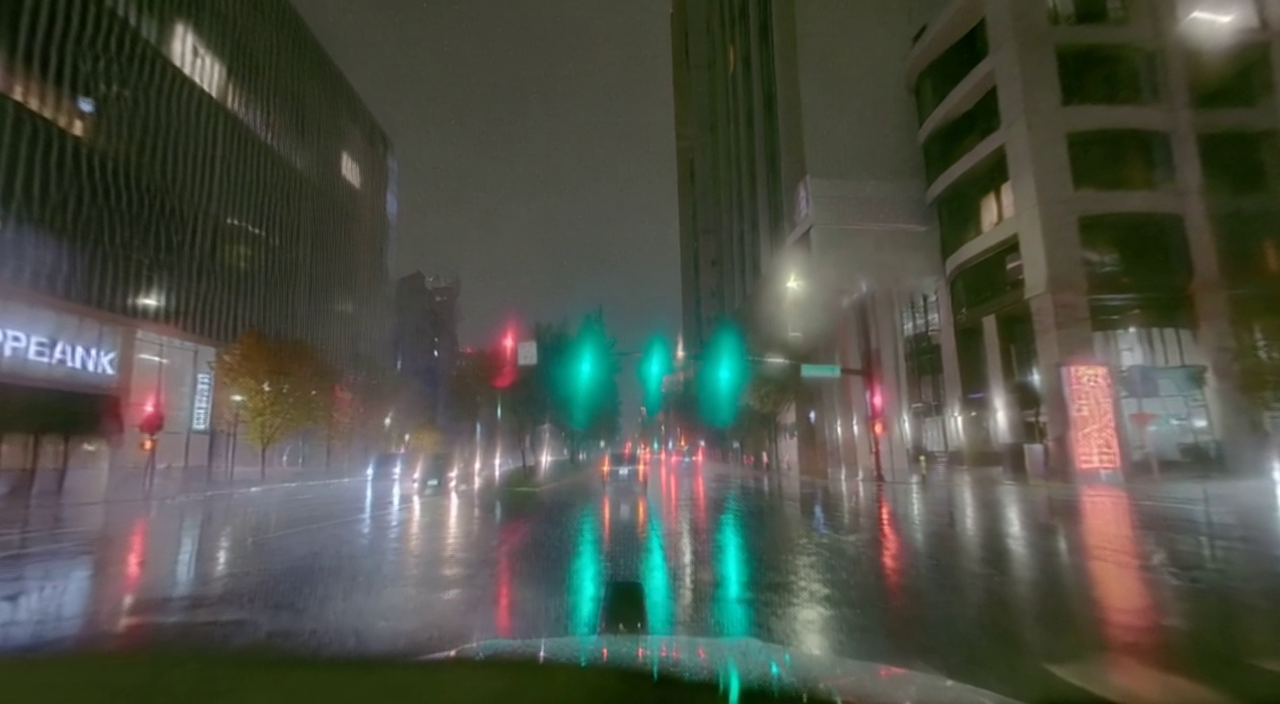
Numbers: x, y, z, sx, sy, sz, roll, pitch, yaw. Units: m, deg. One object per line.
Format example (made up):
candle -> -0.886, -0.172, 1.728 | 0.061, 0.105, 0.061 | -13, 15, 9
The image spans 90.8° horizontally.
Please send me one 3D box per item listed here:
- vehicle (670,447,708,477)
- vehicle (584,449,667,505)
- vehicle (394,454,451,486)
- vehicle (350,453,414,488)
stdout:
vehicle -> 3.152, 7.106, 41.228 | 2.078, 1.799, 4.089 | 0, -8, -1
vehicle -> -0.419, 3.566, 18.469 | 2.144, 1.398, 3.963 | 1, -8, -1
vehicle -> -12.651, 6.871, 36.987 | 2.000, 1.507, 4.286 | -2, -7, -2
vehicle -> -16.098, 7.360, 39.729 | 2.119, 1.815, 4.795 | -2, -7, -1
